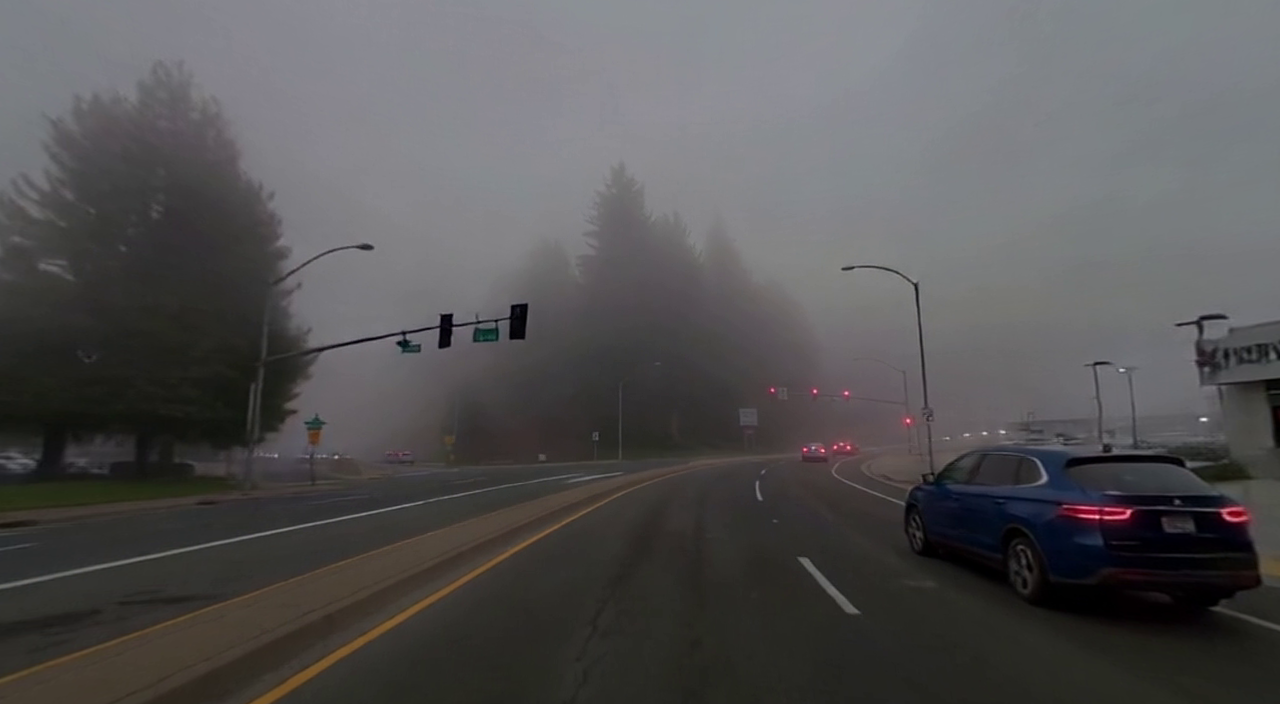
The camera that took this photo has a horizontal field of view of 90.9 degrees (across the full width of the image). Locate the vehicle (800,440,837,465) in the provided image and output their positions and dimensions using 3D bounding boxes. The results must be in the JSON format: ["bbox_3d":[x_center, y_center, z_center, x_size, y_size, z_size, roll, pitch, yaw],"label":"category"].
[{"bbox_3d":[12.802,7.158,45.001,2.311,1.715,4.287,-3,-9,18],"label":"vehicle"}]

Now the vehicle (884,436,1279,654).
[{"bbox_3d":[4.329,1.659,6.584,1.938,1.466,4.434,0,-9,2],"label":"vehicle"}]
